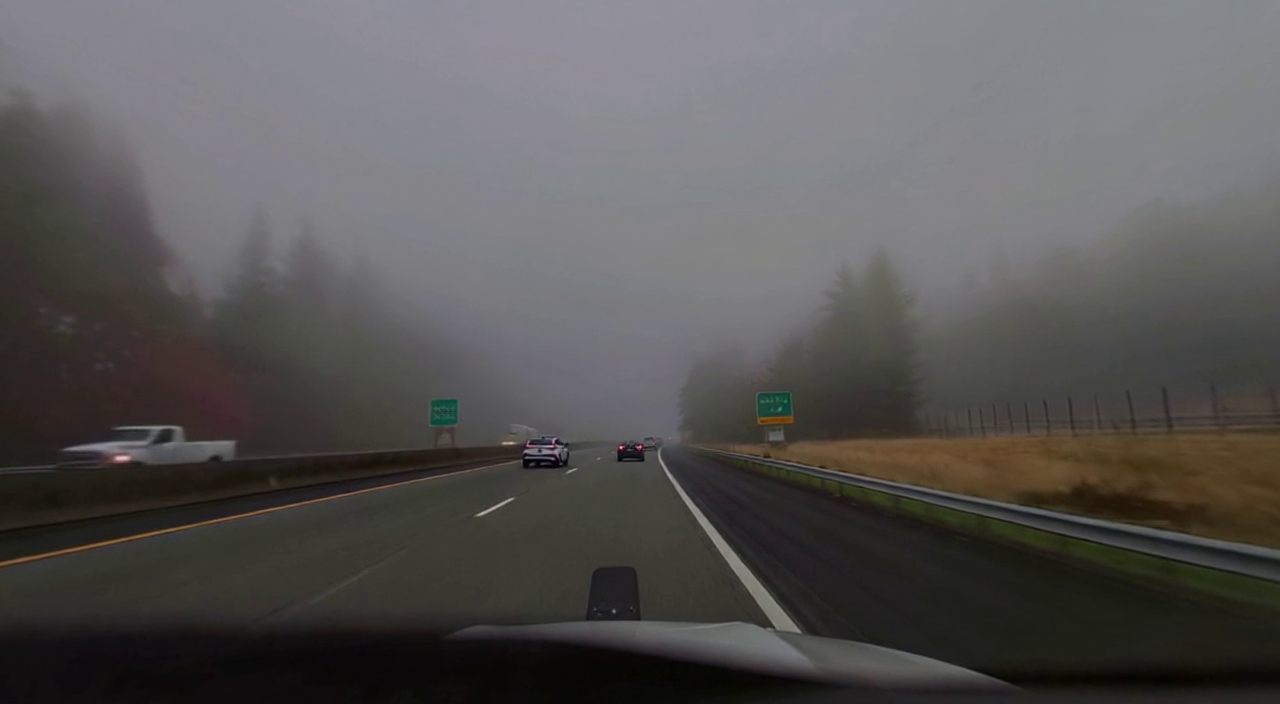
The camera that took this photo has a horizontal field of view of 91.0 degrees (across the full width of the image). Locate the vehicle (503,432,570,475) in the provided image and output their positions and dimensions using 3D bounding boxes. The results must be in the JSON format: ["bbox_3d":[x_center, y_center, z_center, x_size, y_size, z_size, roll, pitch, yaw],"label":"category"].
[{"bbox_3d":[-4.338,4.338,27.098,2.075,1.653,4.317,-1,-8,2],"label":"vehicle"}]

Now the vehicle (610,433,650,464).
[{"bbox_3d":[-0.546,5.458,35.729,2.146,1.636,4.026,-1,-8,0],"label":"vehicle"}]

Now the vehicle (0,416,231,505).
[{"bbox_3d":[-15.490,3.150,18.846,2.565,2.213,5.866,-1,-8,0],"label":"vehicle"}]
